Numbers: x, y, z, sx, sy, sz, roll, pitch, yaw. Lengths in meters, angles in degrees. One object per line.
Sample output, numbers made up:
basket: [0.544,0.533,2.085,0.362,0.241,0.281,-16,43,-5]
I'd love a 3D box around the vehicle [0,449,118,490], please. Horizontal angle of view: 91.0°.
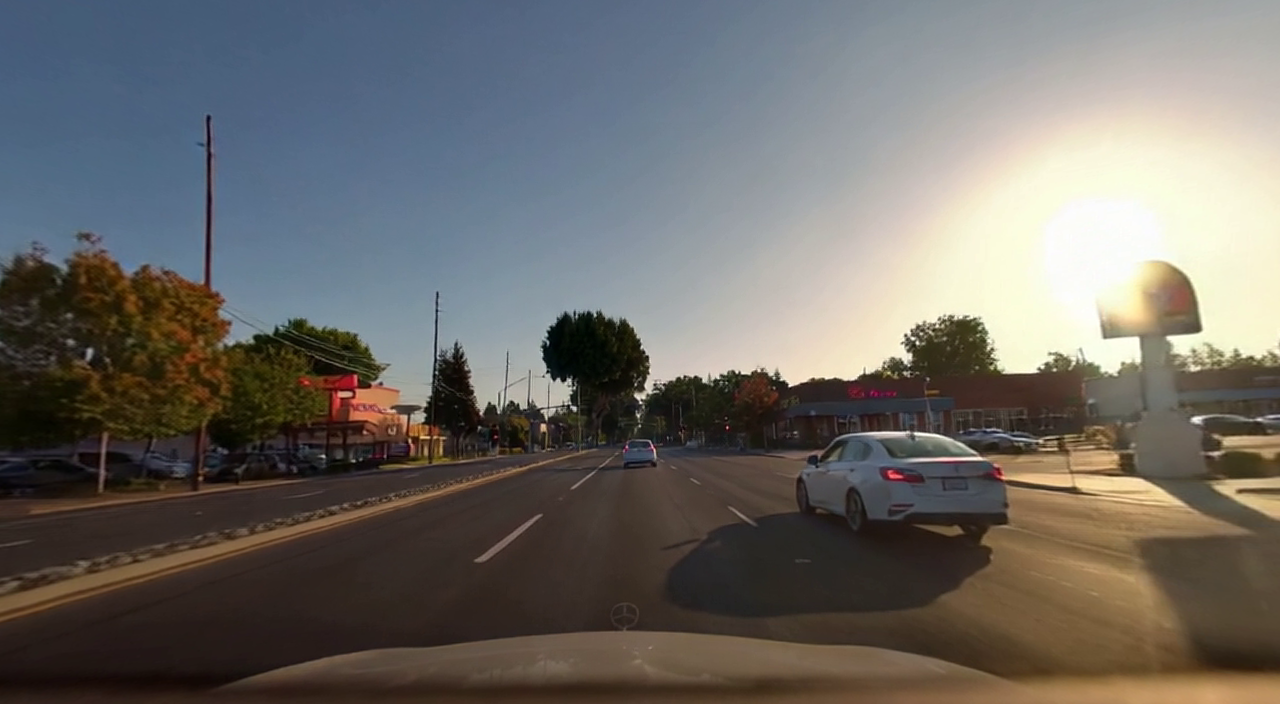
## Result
vehicle: [-27.394,5.393,29.086,4.698,1.780,2.032,0,-8,1]

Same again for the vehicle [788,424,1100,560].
vehicle: [3.884,1.880,9.276,2.153,1.456,4.705,0,-8,-1]

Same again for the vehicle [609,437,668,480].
vehicle: [-0.087,3.908,23.404,1.998,1.452,3.773,0,-8,-1]
